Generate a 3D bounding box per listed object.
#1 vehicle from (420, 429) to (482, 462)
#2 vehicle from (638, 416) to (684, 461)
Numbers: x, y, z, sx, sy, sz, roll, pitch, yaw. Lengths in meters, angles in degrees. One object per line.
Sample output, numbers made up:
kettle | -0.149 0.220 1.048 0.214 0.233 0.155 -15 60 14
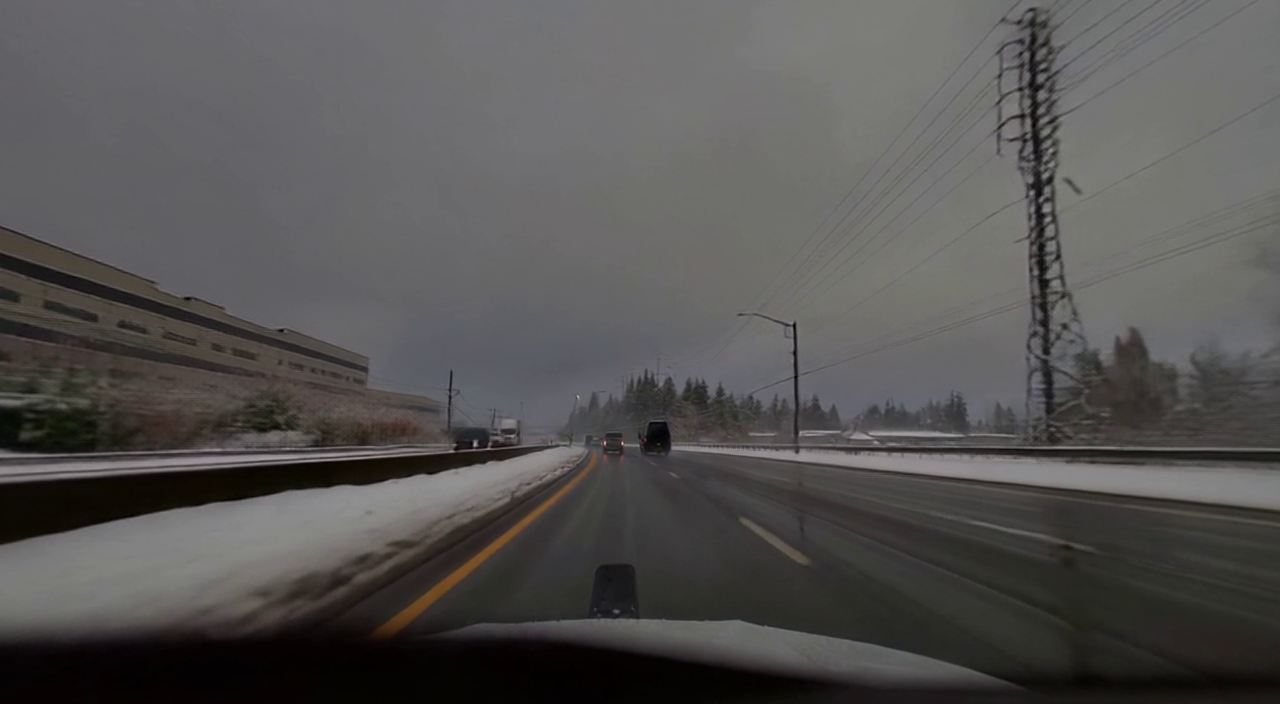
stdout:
vehicle | -9.522 4.756 32.083 1.952 1.508 4.321 0 -8 -2
vehicle | 1.466 6.661 48.297 2.713 3.140 6.640 0 -8 -5
